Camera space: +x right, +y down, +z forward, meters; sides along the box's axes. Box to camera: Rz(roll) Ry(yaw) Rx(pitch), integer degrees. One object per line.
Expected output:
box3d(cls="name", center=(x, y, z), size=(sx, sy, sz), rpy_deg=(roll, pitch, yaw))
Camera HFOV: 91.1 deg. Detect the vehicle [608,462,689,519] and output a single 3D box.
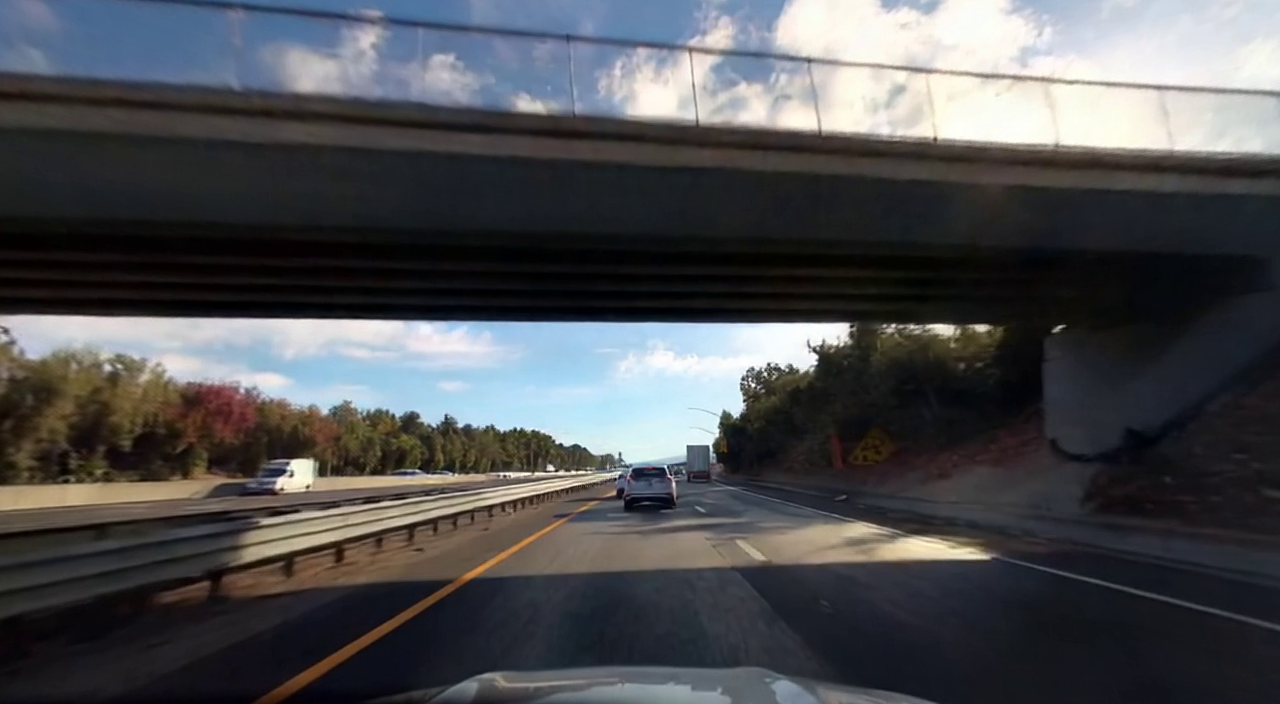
box3d(cls="vehicle", center=(0.237, 4.049, 18.673), size=(2.156, 1.444, 3.762), rpy_deg=(1, -11, 0))
